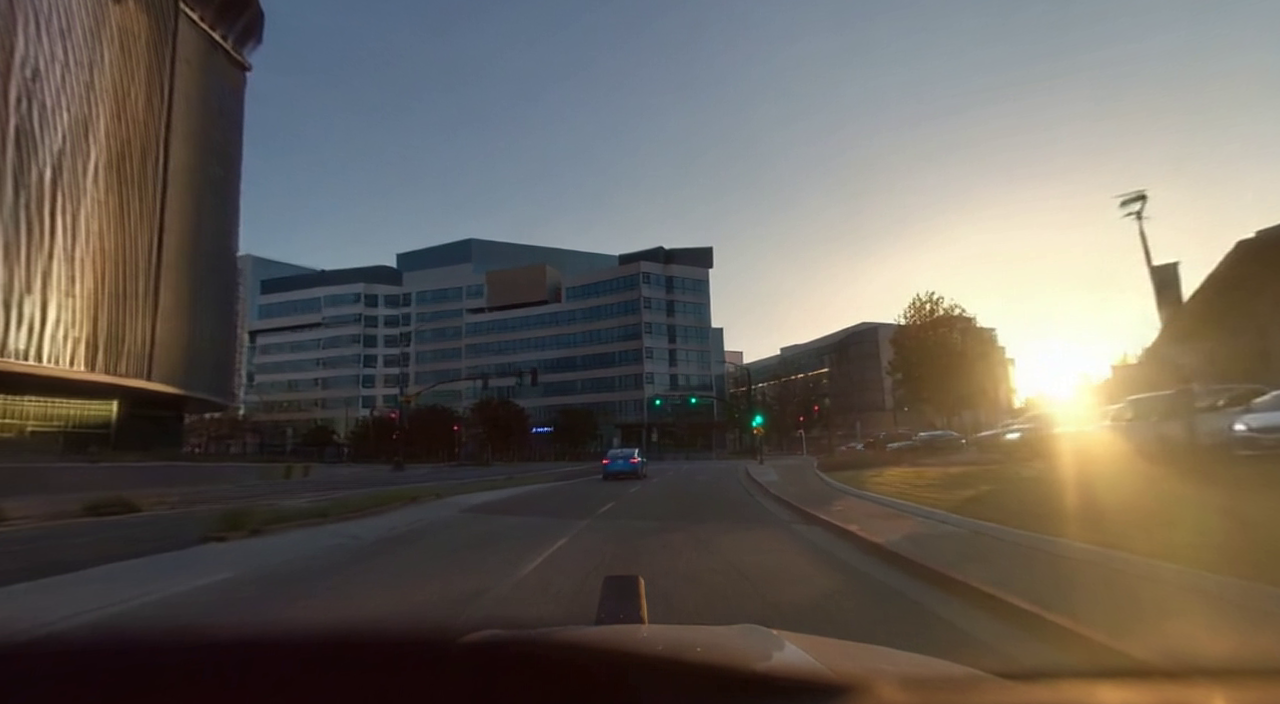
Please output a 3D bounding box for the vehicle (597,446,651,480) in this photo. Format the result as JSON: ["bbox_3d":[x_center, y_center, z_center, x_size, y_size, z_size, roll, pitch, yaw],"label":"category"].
[{"bbox_3d":[-0.691,5.296,30.344,1.971,1.486,4.380,-1,-9,7],"label":"vehicle"}]

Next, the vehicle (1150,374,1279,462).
[{"bbox_3d":[13.468,1.335,12.794,4.214,1.615,2.008,-3,-10,7],"label":"vehicle"}]
